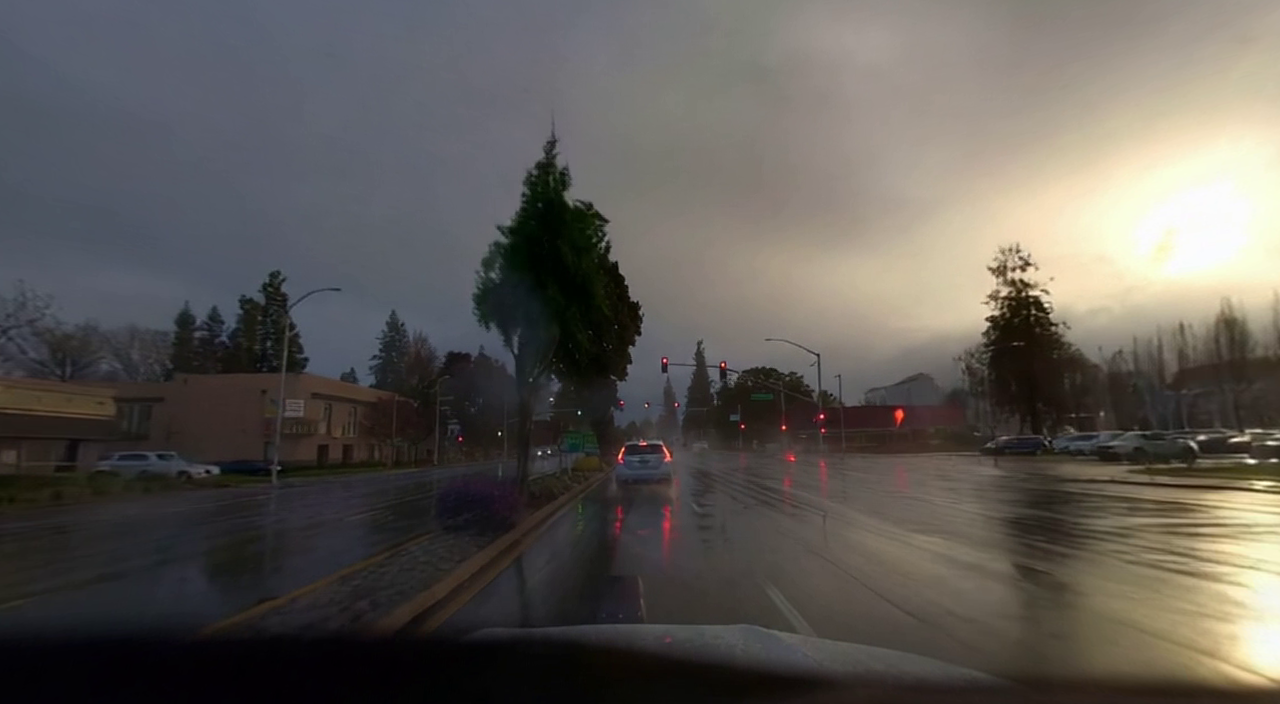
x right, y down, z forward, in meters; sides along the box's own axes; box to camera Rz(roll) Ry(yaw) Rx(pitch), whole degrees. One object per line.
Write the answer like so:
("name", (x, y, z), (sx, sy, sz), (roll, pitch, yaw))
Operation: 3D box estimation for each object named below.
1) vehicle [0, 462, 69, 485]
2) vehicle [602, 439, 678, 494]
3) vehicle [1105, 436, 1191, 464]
("vehicle", (-46.981, 9.247, 48.272), (1.847, 1.534, 5.021), (0, -9, 1))
("vehicle", (-0.026, 3.438, 19.350), (2.064, 1.477, 3.968), (0, -9, -1))
("vehicle", (31.902, 6.168, 39.824), (1.873, 1.588, 4.133), (-2, -8, -1))
